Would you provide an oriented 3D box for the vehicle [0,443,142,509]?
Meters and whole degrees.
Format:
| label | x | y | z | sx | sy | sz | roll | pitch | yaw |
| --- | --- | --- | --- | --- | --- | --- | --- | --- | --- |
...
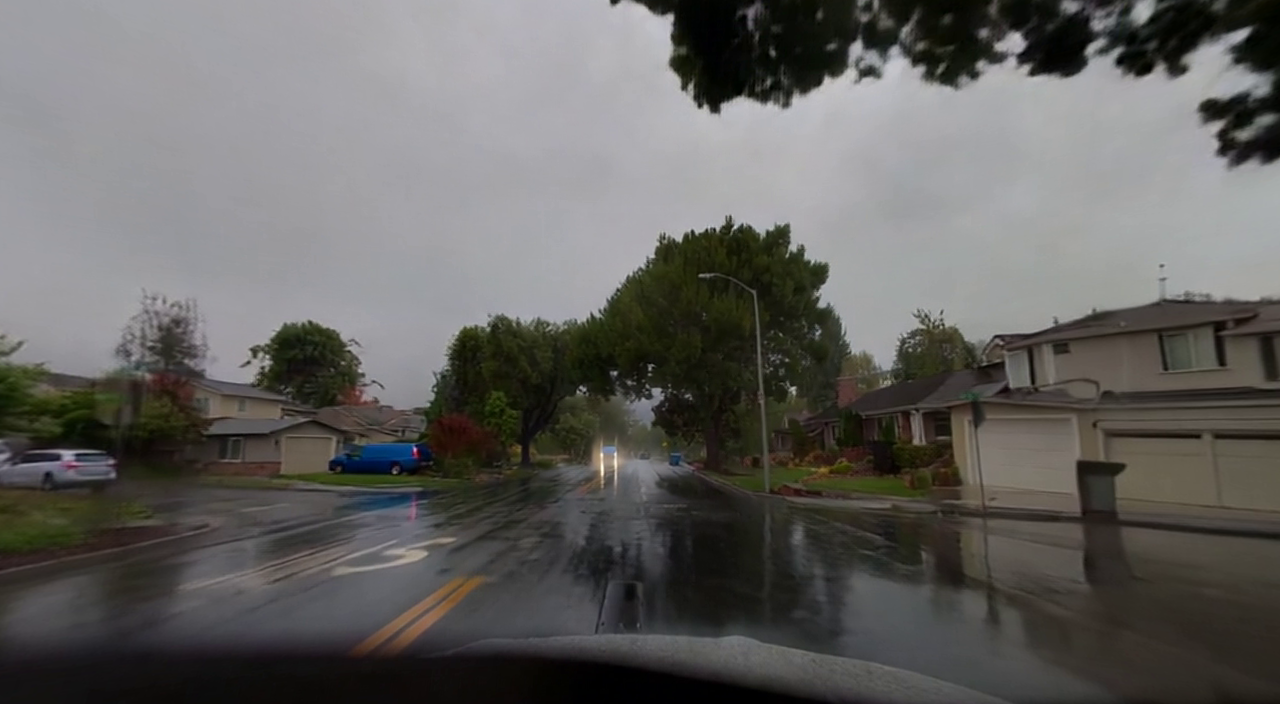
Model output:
| label | x | y | z | sx | sy | sz | roll | pitch | yaw |
| --- | --- | --- | --- | --- | --- | --- | --- | --- | --- |
| vehicle | -17.670 | 3.665 | 19.143 | 4.876 | 1.763 | 2.016 | -4 | -10 | 27 |

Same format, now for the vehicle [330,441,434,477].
| label | x | y | z | sx | sy | sz | roll | pitch | yaw |
| --- | --- | --- | --- | --- | --- | --- | --- | --- | --- |
| vehicle | -14.041 | 5.842 | 34.708 | 2.145 | 1.839 | 4.837 | -6 | -10 | 33 |
